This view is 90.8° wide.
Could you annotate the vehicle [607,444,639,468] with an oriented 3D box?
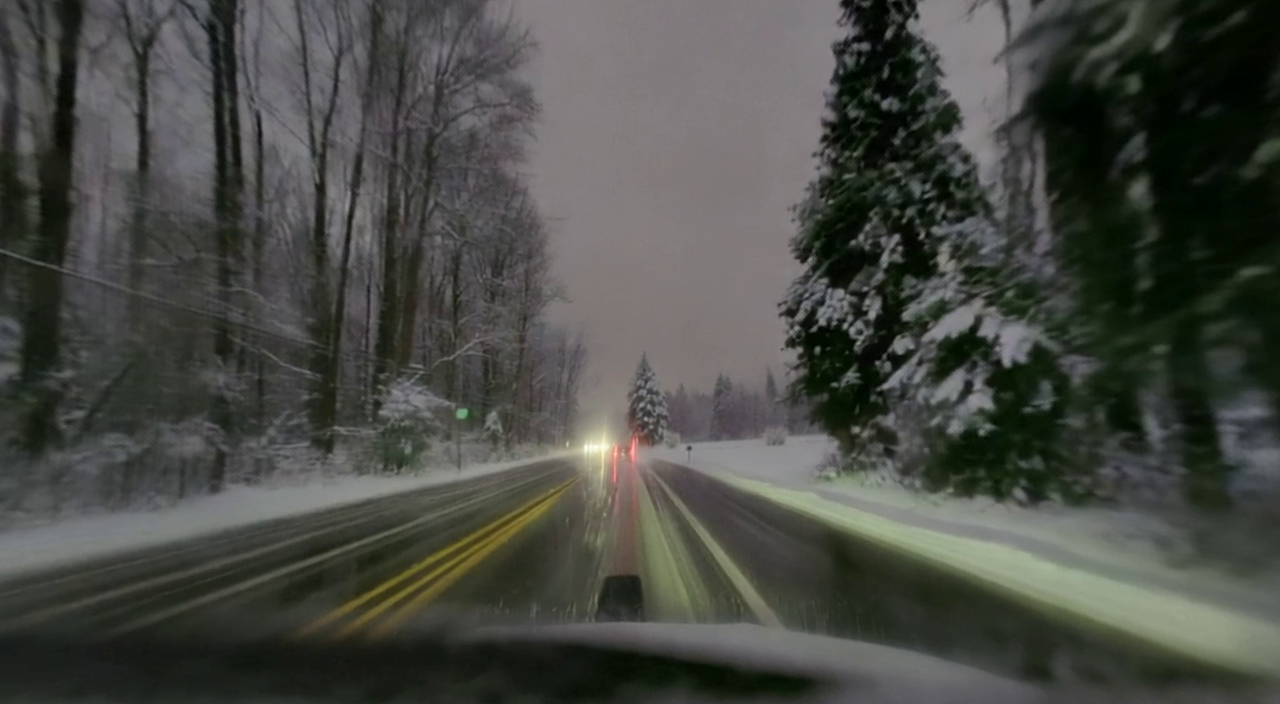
[{"bbox_3d":[-1.136,6.834,41.708,2.042,1.489,3.963,0,-9,-2],"label":"vehicle"}]
